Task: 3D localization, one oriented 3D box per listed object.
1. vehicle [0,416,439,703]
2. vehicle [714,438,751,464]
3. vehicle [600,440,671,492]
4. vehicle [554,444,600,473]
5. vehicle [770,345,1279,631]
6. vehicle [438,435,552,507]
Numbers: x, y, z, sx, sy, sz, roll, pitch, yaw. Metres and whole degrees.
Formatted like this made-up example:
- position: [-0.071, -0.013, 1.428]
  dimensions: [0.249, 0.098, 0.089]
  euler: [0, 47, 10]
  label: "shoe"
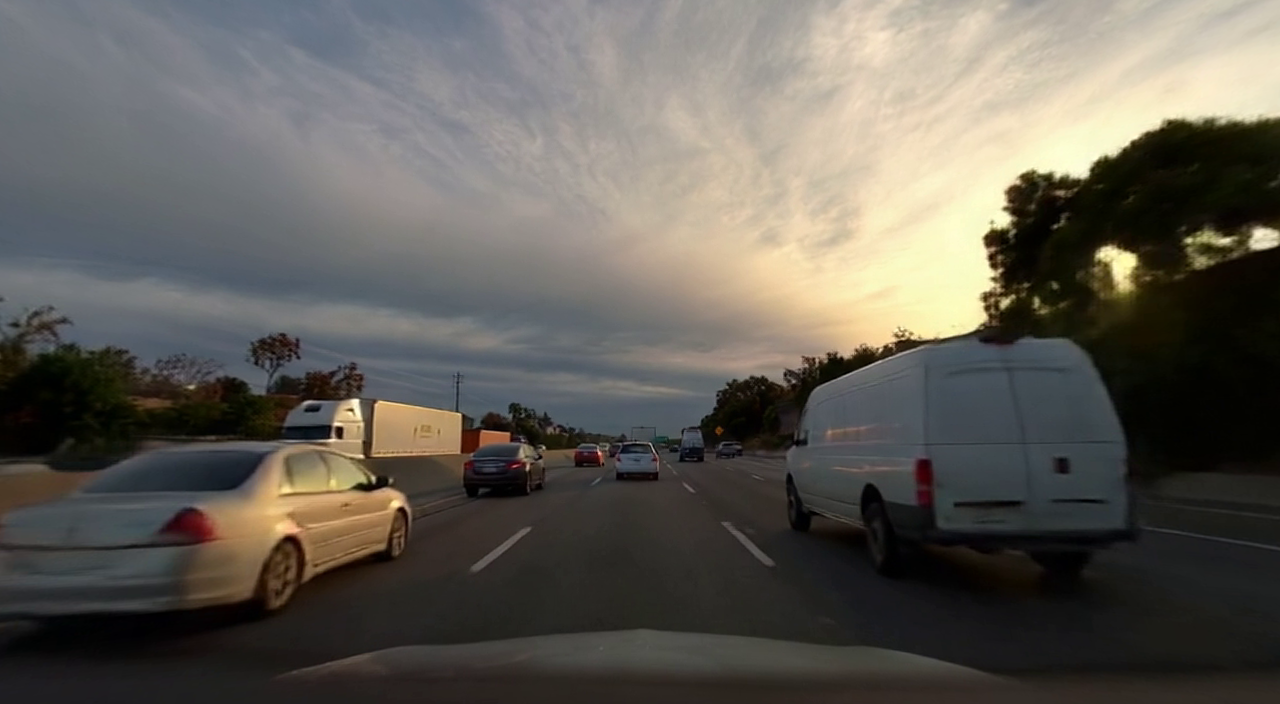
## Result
- position: [-3.579, 1.415, 5.510]
  dimensions: [2.098, 1.463, 4.578]
  euler: [0, -9, 0]
  label: "vehicle"
- position: [6.690, 7.237, 46.048]
  dimensions: [1.992, 1.745, 4.329]
  euler: [0, -9, -1]
  label: "vehicle"
- position: [-0.152, 3.595, 20.119]
  dimensions: [2.053, 1.461, 3.941]
  euler: [0, -9, -1]
  label: "vehicle"
- position: [-3.339, 5.770, 34.206]
  dimensions: [2.062, 1.459, 4.365]
  euler: [0, -9, 0]
  label: "vehicle"
- position: [3.402, 1.403, 7.460]
  dimensions: [2.460, 2.086, 5.576]
  euler: [0, -9, -1]
  label: "vehicle"
- position: [-3.586, 3.017, 16.408]
  dimensions: [1.956, 1.602, 4.258]
  euler: [0, -9, 0]
  label: "vehicle"
